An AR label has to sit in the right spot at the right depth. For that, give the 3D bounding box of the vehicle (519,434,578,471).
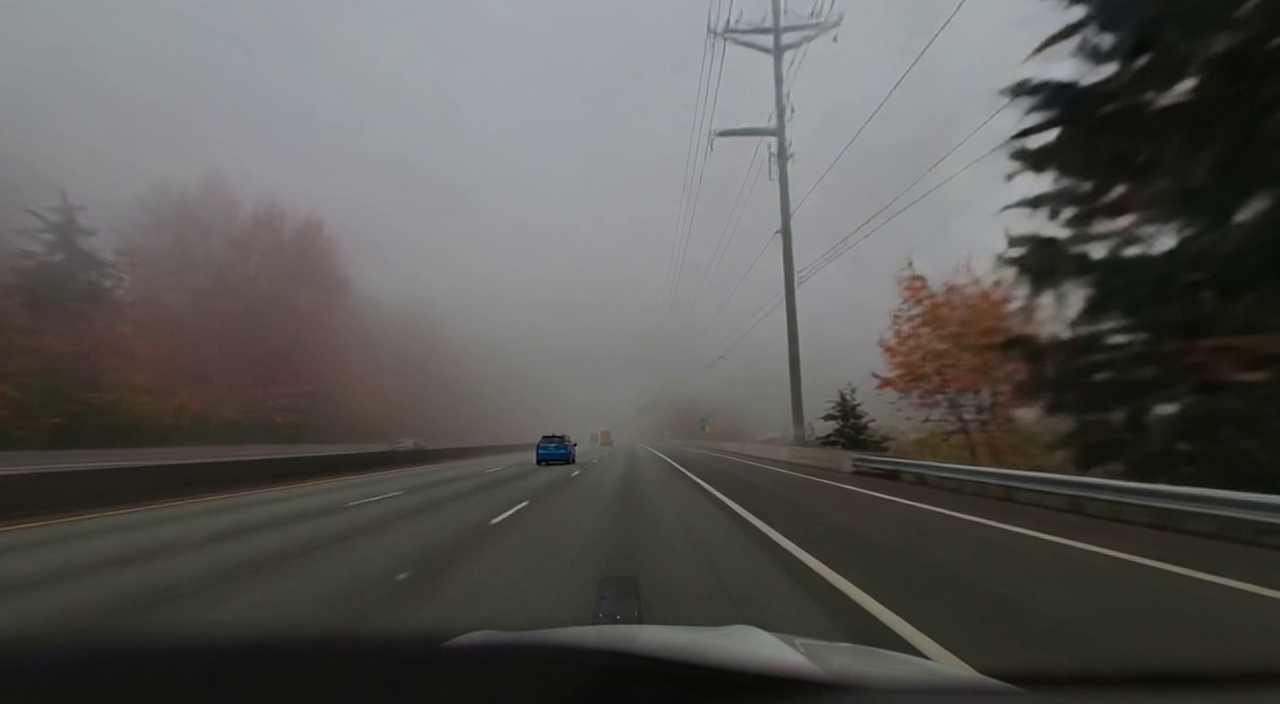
[{"bbox_3d":[-3.940,4.375,27.758,2.025,1.475,4.379,0,-8,-1],"label":"vehicle"}]
